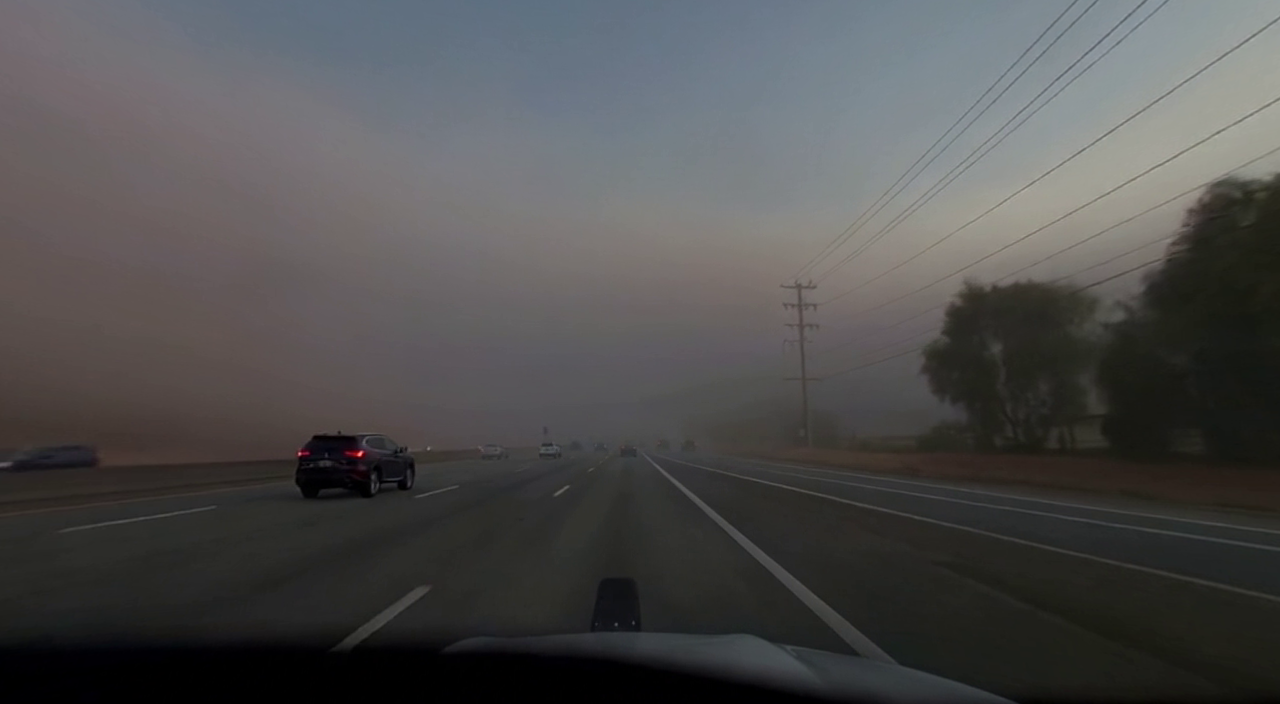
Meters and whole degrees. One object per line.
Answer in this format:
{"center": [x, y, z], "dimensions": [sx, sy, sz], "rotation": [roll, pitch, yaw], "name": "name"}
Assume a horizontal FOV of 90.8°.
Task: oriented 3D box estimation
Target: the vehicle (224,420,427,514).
{"center": [-7.023, 2.637, 15.030], "dimensions": [2.115, 1.799, 5.444], "rotation": [0, -9, -1], "name": "vehicle"}
